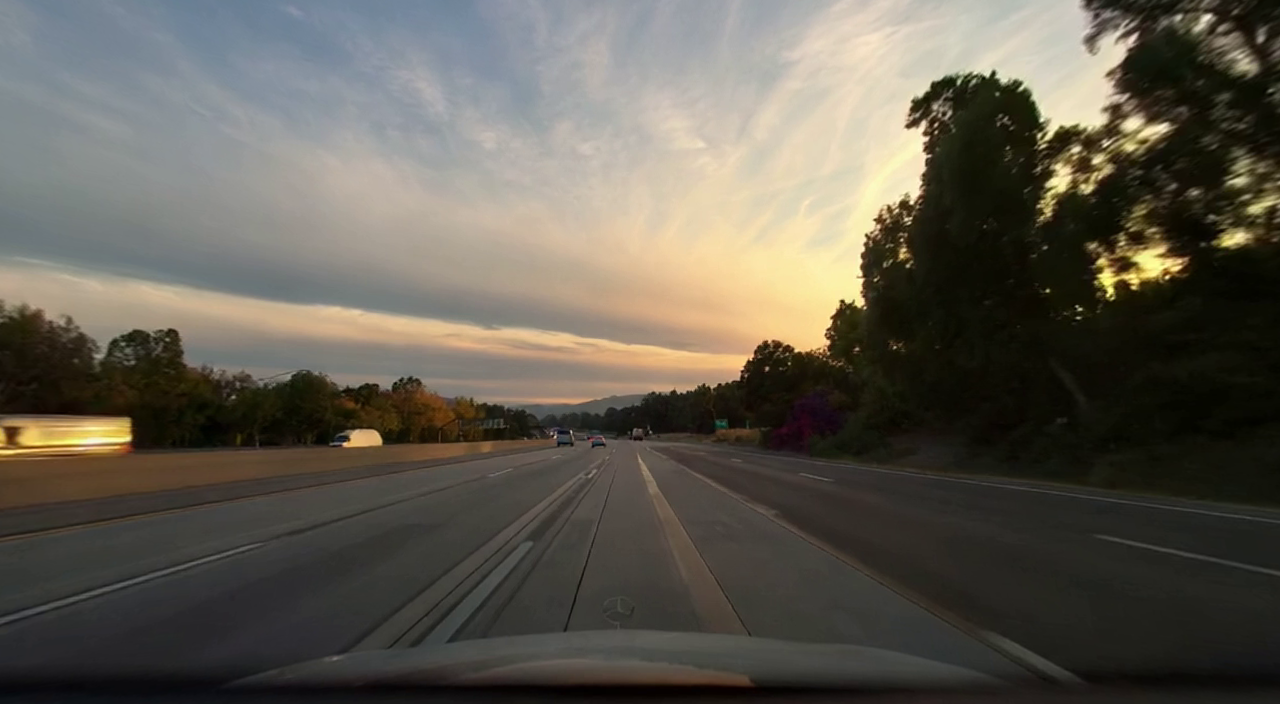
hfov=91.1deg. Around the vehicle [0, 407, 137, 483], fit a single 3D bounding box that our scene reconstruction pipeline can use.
[{"bbox_3d":[-22.250,3.327,22.638,2.288,2.483,7.399,0,-8,-1],"label":"vehicle"}]
